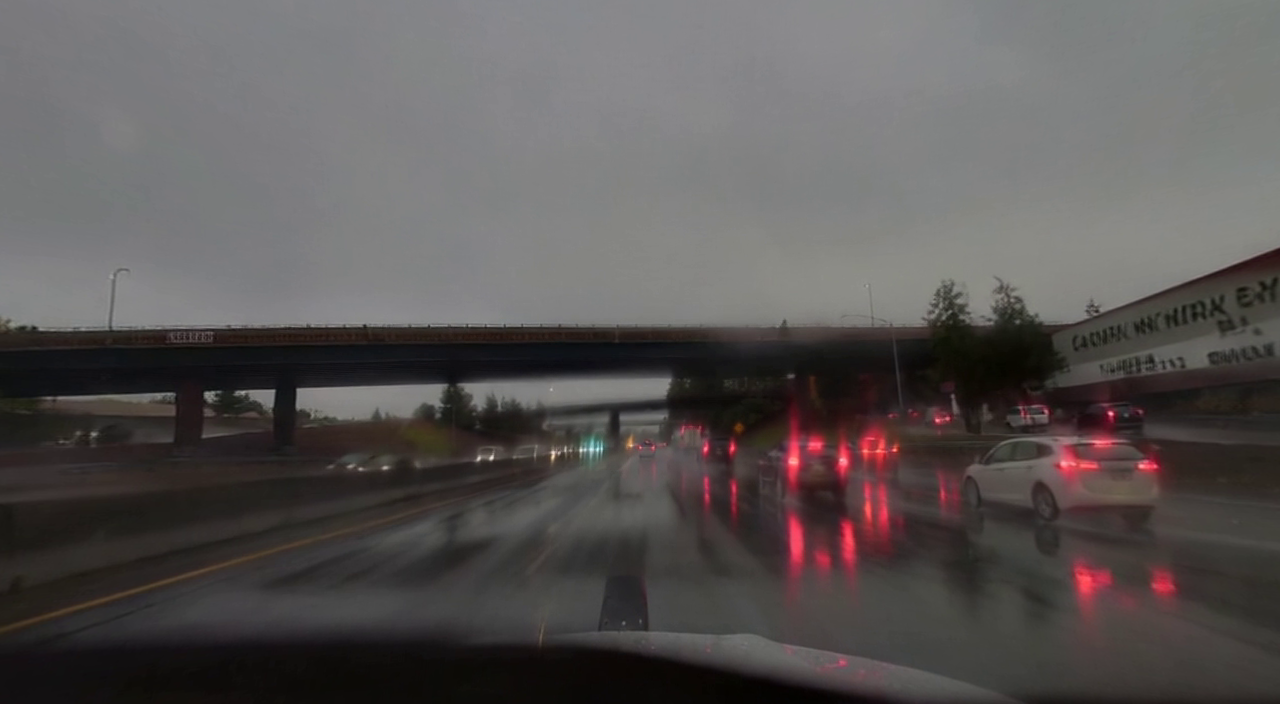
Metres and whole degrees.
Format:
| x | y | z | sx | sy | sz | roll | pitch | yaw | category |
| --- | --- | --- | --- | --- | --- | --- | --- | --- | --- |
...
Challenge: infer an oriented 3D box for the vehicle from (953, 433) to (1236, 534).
| x | y | z | sx | sy | sz | roll | pitch | yaw | category |
| --- | --- | --- | --- | --- | --- | --- | --- | --- | --- |
| 7.787 | 2.259 | 11.503 | 1.919 | 1.476 | 4.303 | 0 | -8 | 0 | vehicle |

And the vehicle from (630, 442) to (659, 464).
| x | y | z | sx | sy | sz | roll | pitch | yaw | category |
| --- | --- | --- | --- | --- | --- | --- | --- | --- | --- |
| 0.350 | 7.815 | 48.940 | 2.124 | 1.639 | 4.122 | 0 | -8 | 0 | vehicle |

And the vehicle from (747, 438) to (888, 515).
| x | y | z | sx | sy | sz | roll | pitch | yaw | category |
| --- | --- | --- | --- | --- | --- | --- | --- | --- | --- |
| 3.849 | 2.752 | 14.574 | 1.902 | 1.481 | 4.451 | 0 | -8 | -1 | vehicle |

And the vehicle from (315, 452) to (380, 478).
| x | y | z | sx | sy | sz | roll | pitch | yaw | category |
| --- | --- | --- | --- | --- | --- | --- | --- | --- | --- |
| -18.694 | 7.215 | 40.578 | 1.860 | 1.483 | 4.649 | 0 | -8 | 1 | vehicle |

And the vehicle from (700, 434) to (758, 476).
| x | y | z | sx | sy | sz | roll | pitch | yaw | category |
| --- | --- | --- | --- | --- | --- | --- | --- | --- | --- |
| 4.244 | 4.994 | 30.876 | 2.086 | 1.858 | 4.737 | 0 | -8 | -1 | vehicle |

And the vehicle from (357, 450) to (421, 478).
| x | y | z | sx | sy | sz | roll | pitch | yaw | category |
| --- | --- | --- | --- | --- | --- | --- | --- | --- | --- |
| -14.806 | 6.617 | 37.431 | 1.897 | 1.497 | 4.446 | 0 | -8 | 1 | vehicle |

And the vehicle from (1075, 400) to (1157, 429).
| x | y | z | sx | sy | sz | roll | pitch | yaw | category |
| --- | --- | --- | --- | --- | --- | --- | --- | --- | --- |
| 33.329 | 4.445 | 44.374 | 2.131 | 1.840 | 4.870 | -1 | -8 | 4 | vehicle |
